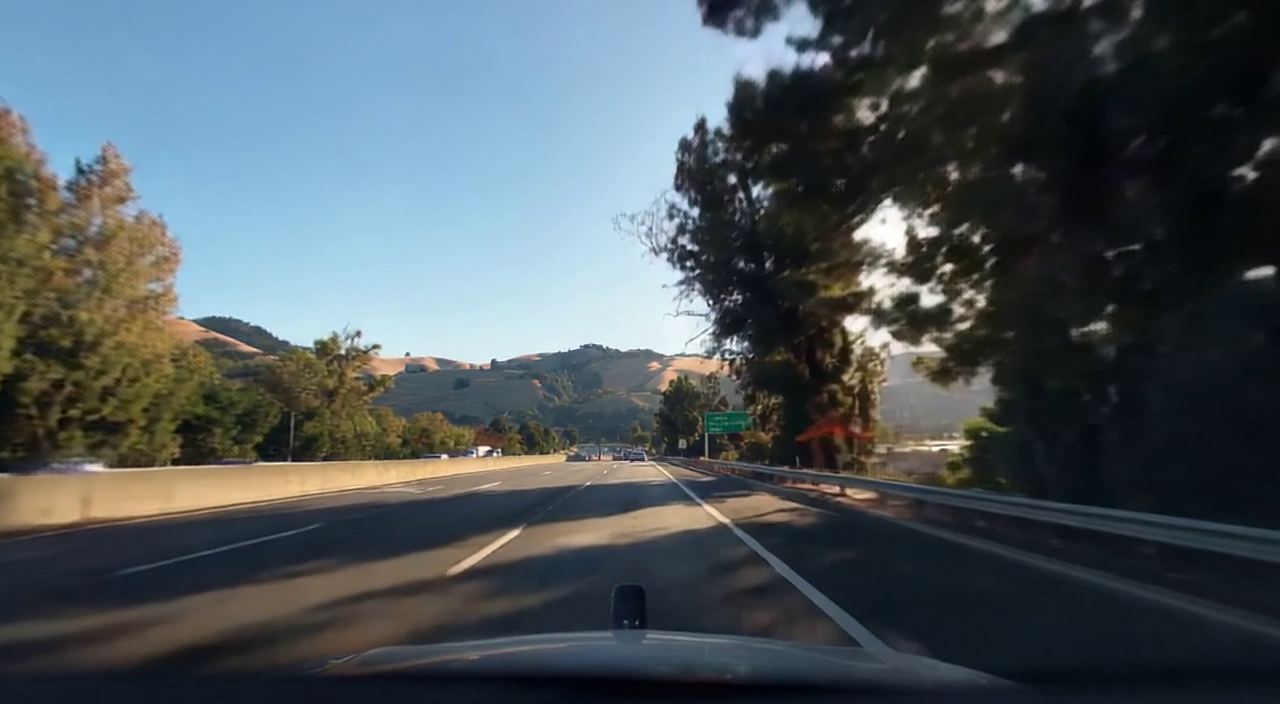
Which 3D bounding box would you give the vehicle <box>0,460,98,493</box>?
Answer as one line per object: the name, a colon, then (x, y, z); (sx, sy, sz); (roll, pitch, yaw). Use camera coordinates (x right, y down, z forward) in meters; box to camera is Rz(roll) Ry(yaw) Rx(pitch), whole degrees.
vehicle: (-39.489, 8.174, 41.550); (2.203, 1.905, 5.807); (-1, -9, 1)
